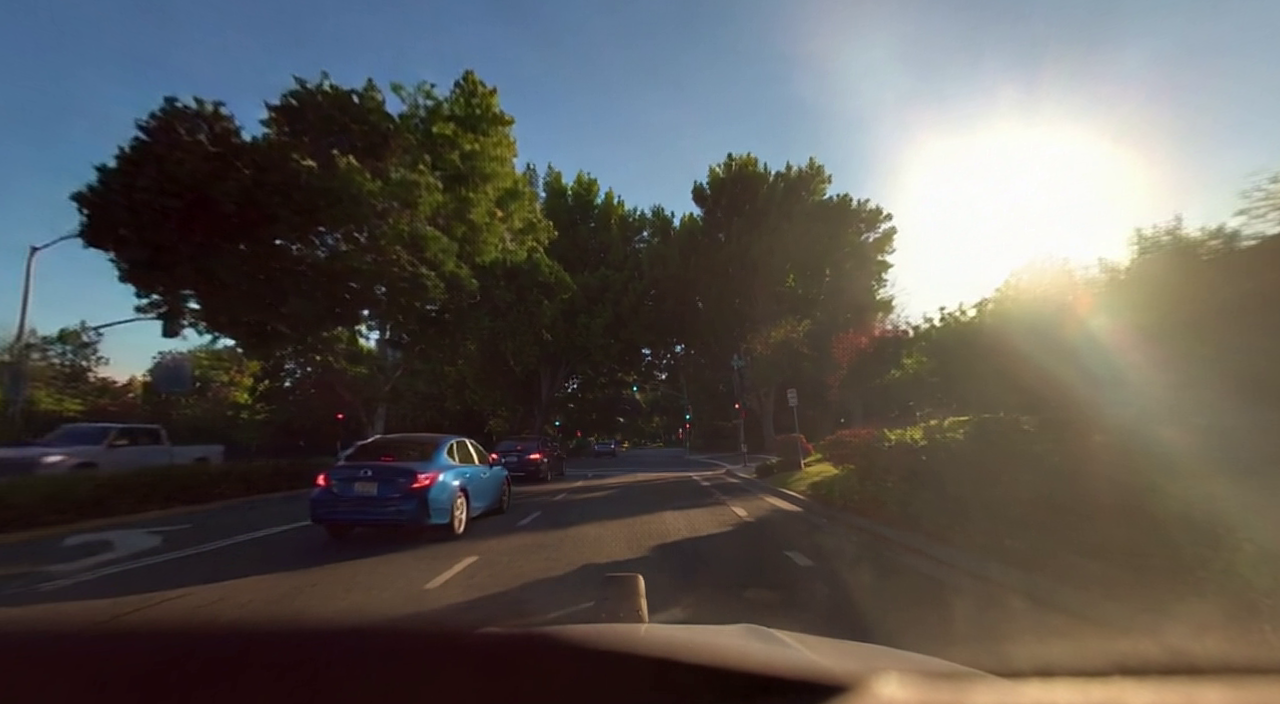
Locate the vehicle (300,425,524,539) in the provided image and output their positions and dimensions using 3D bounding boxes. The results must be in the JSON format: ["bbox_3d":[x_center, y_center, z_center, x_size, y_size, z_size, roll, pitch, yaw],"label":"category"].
[{"bbox_3d":[-3.445,2.080,10.736,2.038,1.486,4.678,0,-9,0],"label":"vehicle"}]

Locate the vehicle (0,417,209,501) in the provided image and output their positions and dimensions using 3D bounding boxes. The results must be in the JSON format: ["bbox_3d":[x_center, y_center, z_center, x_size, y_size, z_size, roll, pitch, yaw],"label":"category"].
[{"bbox_3d":[-17.117,3.411,20.521,2.496,2.351,5.293,0,-9,-1],"label":"vehicle"}]
